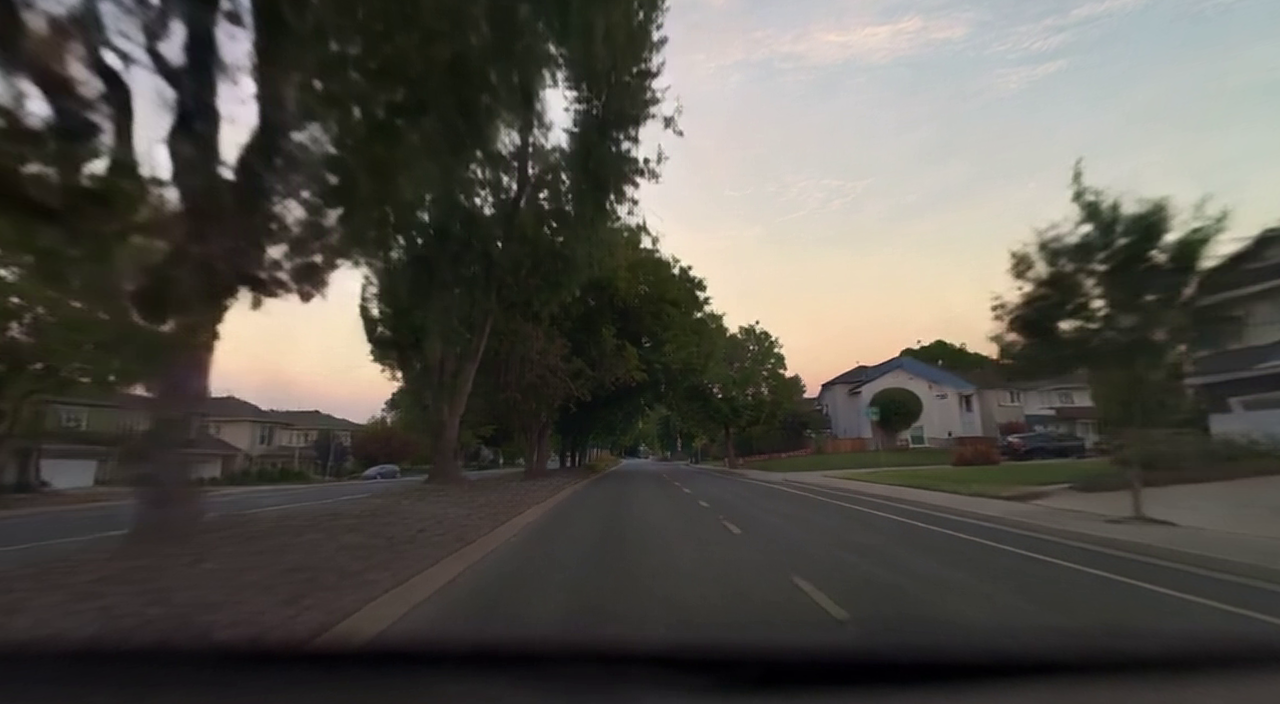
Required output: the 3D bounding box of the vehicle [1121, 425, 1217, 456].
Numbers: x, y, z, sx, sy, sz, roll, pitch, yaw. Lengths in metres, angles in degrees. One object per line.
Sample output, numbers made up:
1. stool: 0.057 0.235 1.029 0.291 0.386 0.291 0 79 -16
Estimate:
1. vehicle: 32.322 5.500 38.817 2.031 1.648 4.246 0 -11 -3
